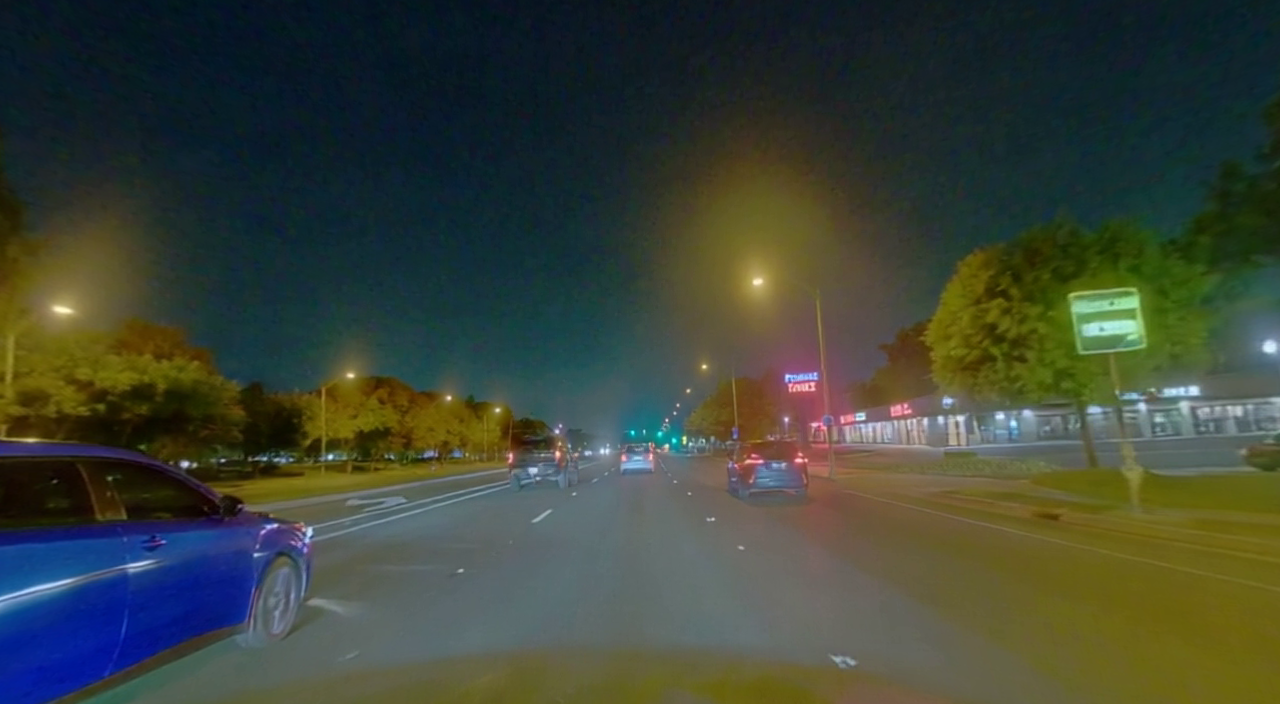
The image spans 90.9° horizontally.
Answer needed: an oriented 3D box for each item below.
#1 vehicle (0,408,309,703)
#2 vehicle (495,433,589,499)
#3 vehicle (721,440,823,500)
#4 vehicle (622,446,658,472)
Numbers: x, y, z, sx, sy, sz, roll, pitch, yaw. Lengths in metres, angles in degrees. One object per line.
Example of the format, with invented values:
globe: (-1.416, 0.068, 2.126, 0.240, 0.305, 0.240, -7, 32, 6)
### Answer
vehicle: (-3.007, 0.834, 1.403, 1.956, 1.460, 4.802, 0, -8, 0)
vehicle: (-2.917, 3.513, 19.892, 2.193, 1.788, 4.603, -1, -8, 0)
vehicle: (3.606, 3.297, 18.039, 1.904, 1.490, 4.299, 0, -8, -1)
vehicle: (-0.024, 6.463, 38.345, 2.069, 1.445, 3.965, 0, -8, 0)
